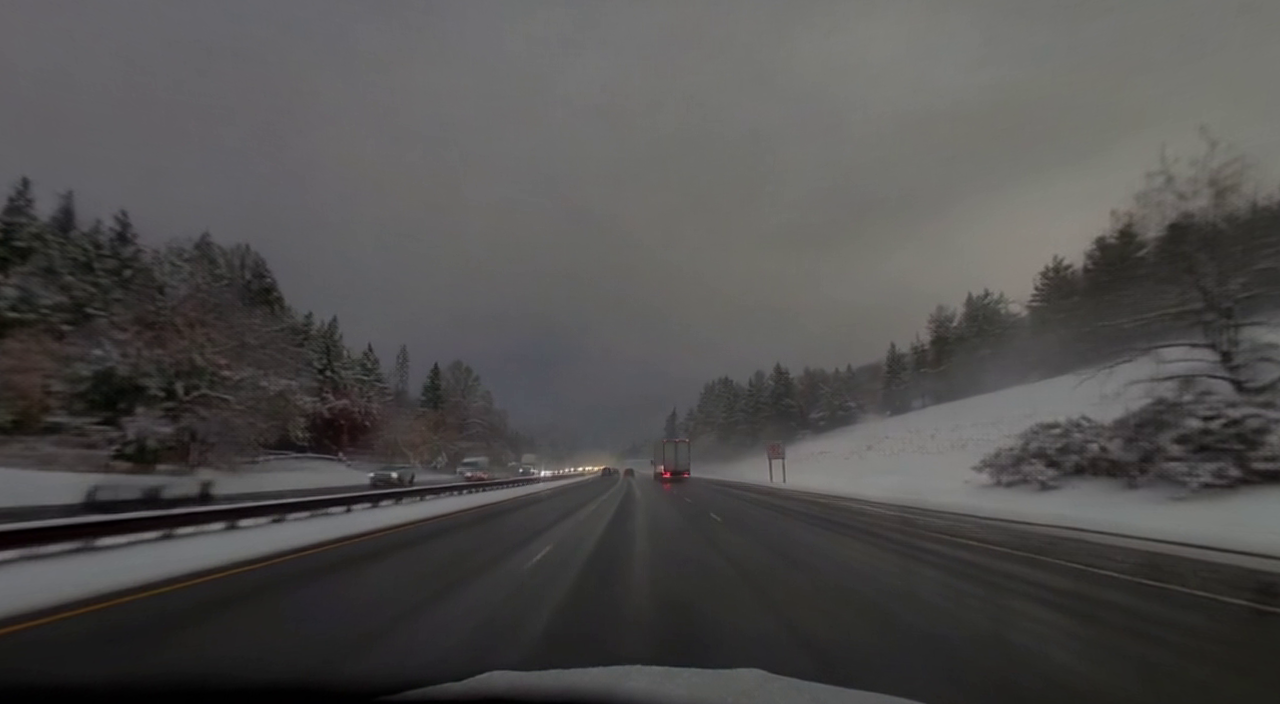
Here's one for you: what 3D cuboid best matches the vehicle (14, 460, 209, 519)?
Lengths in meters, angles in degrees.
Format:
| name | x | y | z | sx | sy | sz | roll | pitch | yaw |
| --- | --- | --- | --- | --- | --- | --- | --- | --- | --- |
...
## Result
| name | x | y | z | sx | sy | sz | roll | pitch | yaw |
| --- | --- | --- | --- | --- | --- | --- | --- | --- | --- |
| vehicle | -15.299 | 3.989 | 18.661 | 1.822 | 1.490 | 4.560 | 1 | -10 | 0 |

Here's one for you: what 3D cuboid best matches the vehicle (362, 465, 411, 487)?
| name | x | y | z | sx | sy | sz | roll | pitch | yaw |
| --- | --- | --- | --- | --- | --- | --- | --- | --- | --- |
| vehicle | -19.742 | 9.661 | 49.262 | 1.944 | 1.636 | 4.409 | 1 | -10 | 0 |
